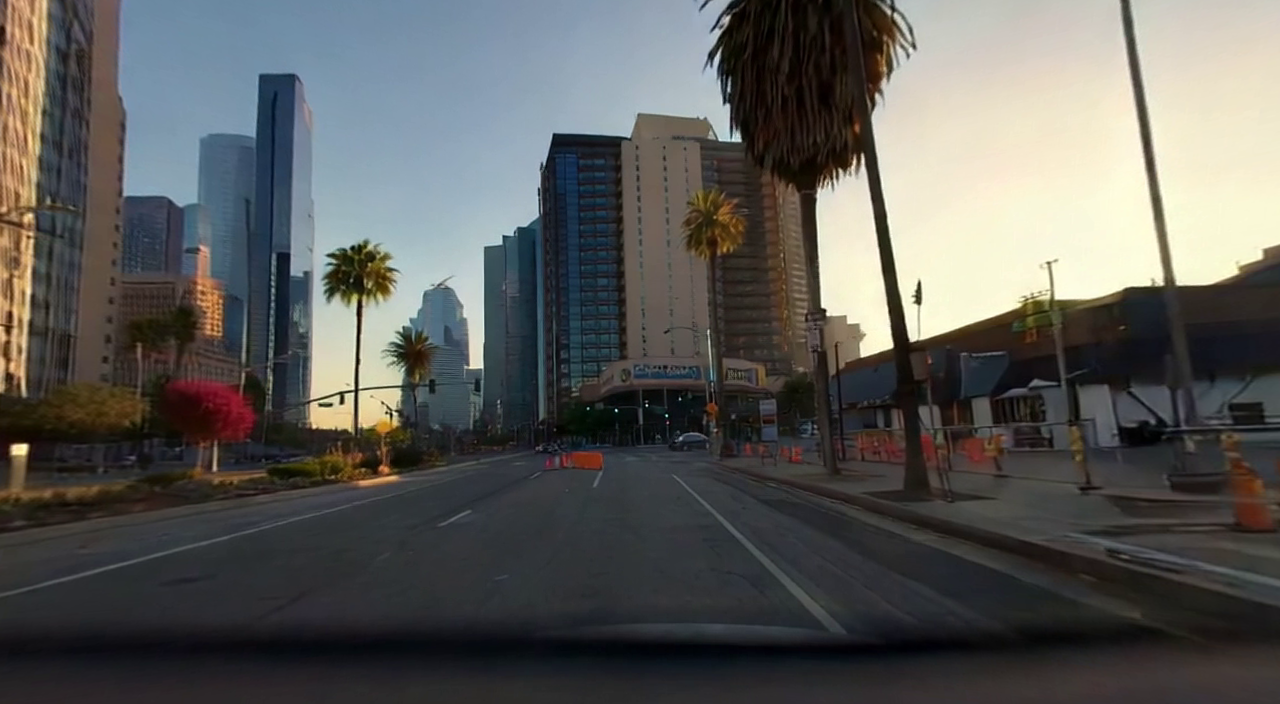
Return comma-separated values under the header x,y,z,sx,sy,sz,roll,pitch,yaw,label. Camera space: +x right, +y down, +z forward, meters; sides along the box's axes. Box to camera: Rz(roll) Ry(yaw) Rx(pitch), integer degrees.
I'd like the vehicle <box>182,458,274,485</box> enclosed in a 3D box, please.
x,y,z,sx,sy,sz,roll,pitch,yaw,label
-28.624,8.310,44.072,1.979,1.644,4.875,-5,-10,30,vehicle
